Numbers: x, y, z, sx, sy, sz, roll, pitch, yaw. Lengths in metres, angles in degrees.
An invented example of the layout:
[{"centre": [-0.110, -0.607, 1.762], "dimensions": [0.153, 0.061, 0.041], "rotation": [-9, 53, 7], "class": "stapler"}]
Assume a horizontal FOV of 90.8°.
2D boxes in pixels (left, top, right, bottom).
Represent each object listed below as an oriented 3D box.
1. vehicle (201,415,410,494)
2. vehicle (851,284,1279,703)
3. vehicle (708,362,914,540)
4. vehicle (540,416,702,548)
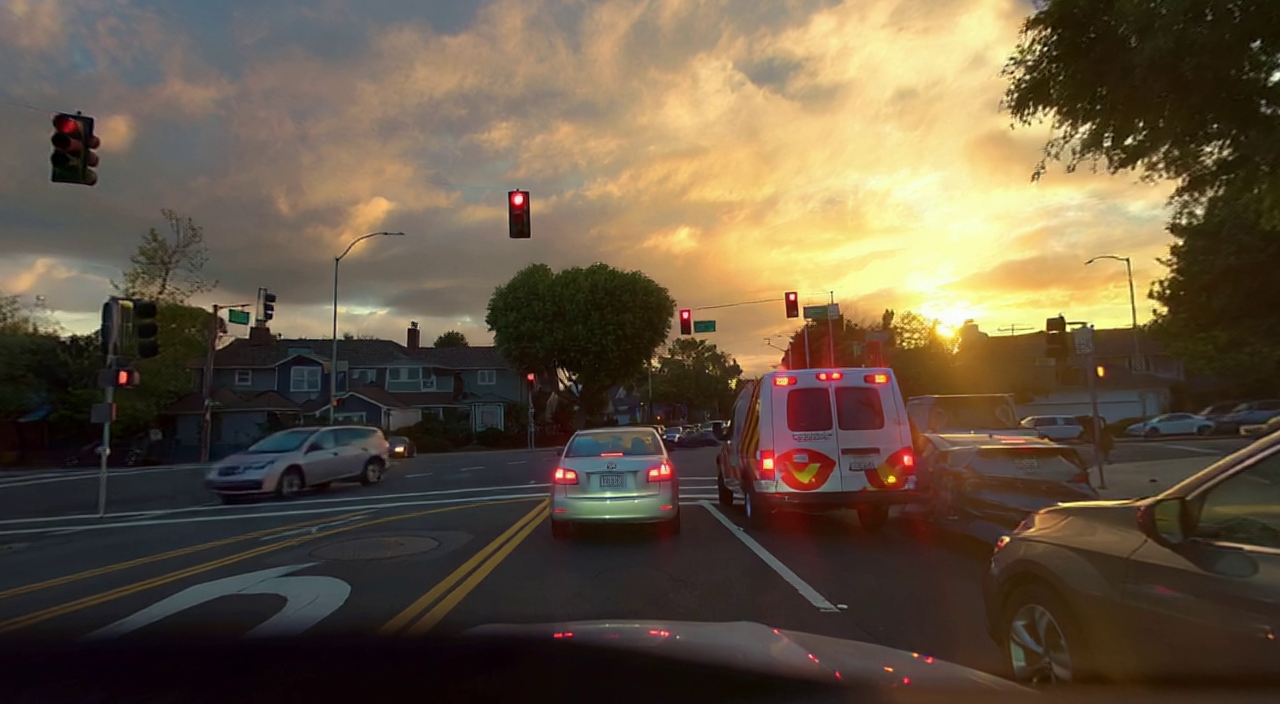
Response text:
[{"centre": [-9.745, 3.067, 19.247], "dimensions": [2.349, 1.988, 5.813], "rotation": [-2, -8, 11], "class": "vehicle"}, {"centre": [2.848, 0.892, 2.837], "dimensions": [2.194, 1.820, 4.652], "rotation": [0, -8, 0], "class": "vehicle"}, {"centre": [2.883, 1.884, 12.376], "dimensions": [2.406, 2.687, 5.521], "rotation": [0, -8, 0], "class": "vehicle"}, {"centre": [-0.282, 1.971, 10.183], "dimensions": [2.114, 1.707, 3.725], "rotation": [0, -8, -1], "class": "vehicle"}]
